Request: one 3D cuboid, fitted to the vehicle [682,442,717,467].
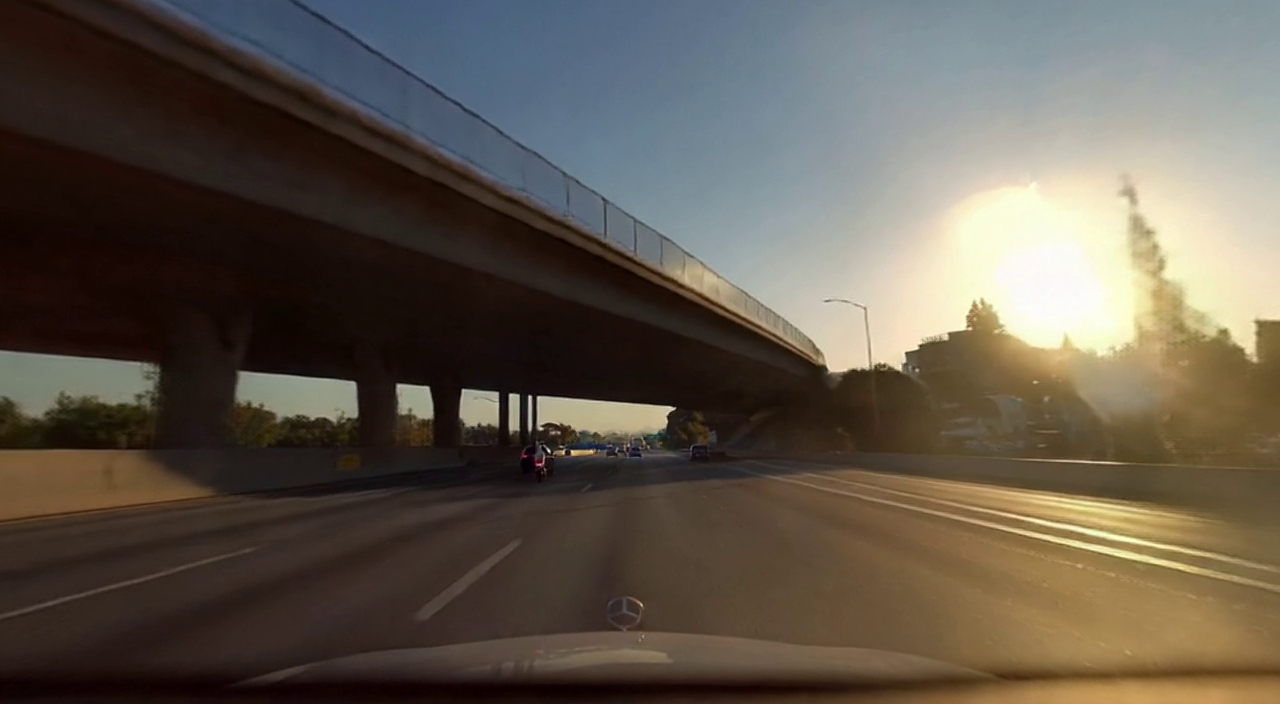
[{"bbox_3d":[4.265,7.457,45.861,2.047,1.662,4.243,0,-9,-1],"label":"vehicle"}]
